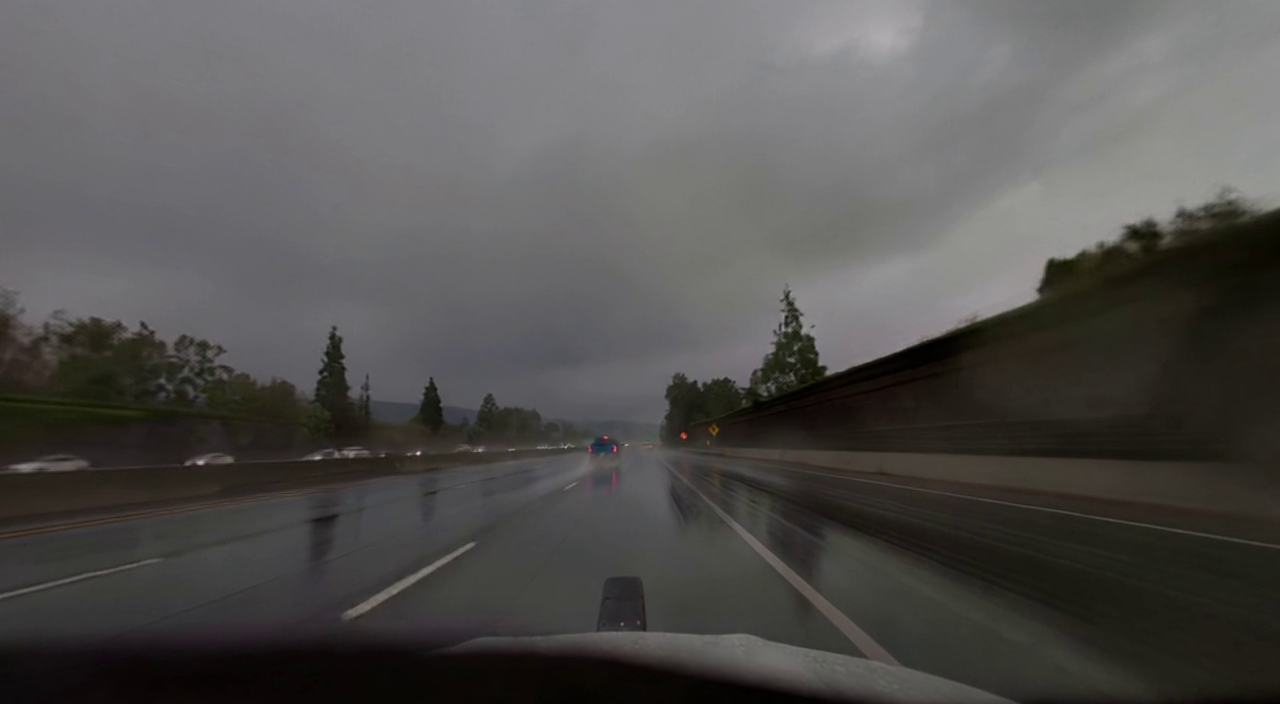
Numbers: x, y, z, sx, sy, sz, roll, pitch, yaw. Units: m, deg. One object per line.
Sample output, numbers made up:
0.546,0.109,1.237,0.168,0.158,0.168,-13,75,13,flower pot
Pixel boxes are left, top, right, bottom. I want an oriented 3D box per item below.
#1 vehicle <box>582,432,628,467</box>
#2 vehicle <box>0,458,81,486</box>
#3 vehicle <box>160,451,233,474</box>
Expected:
-2.256,6.584,42.836,2.604,2.170,6.271,-1,-8,2,vehicle
-36.842,7.216,38.049,1.870,1.489,4.644,0,-8,1,vehicle
-32.648,8.123,46.529,1.944,1.542,4.649,0,-8,1,vehicle
